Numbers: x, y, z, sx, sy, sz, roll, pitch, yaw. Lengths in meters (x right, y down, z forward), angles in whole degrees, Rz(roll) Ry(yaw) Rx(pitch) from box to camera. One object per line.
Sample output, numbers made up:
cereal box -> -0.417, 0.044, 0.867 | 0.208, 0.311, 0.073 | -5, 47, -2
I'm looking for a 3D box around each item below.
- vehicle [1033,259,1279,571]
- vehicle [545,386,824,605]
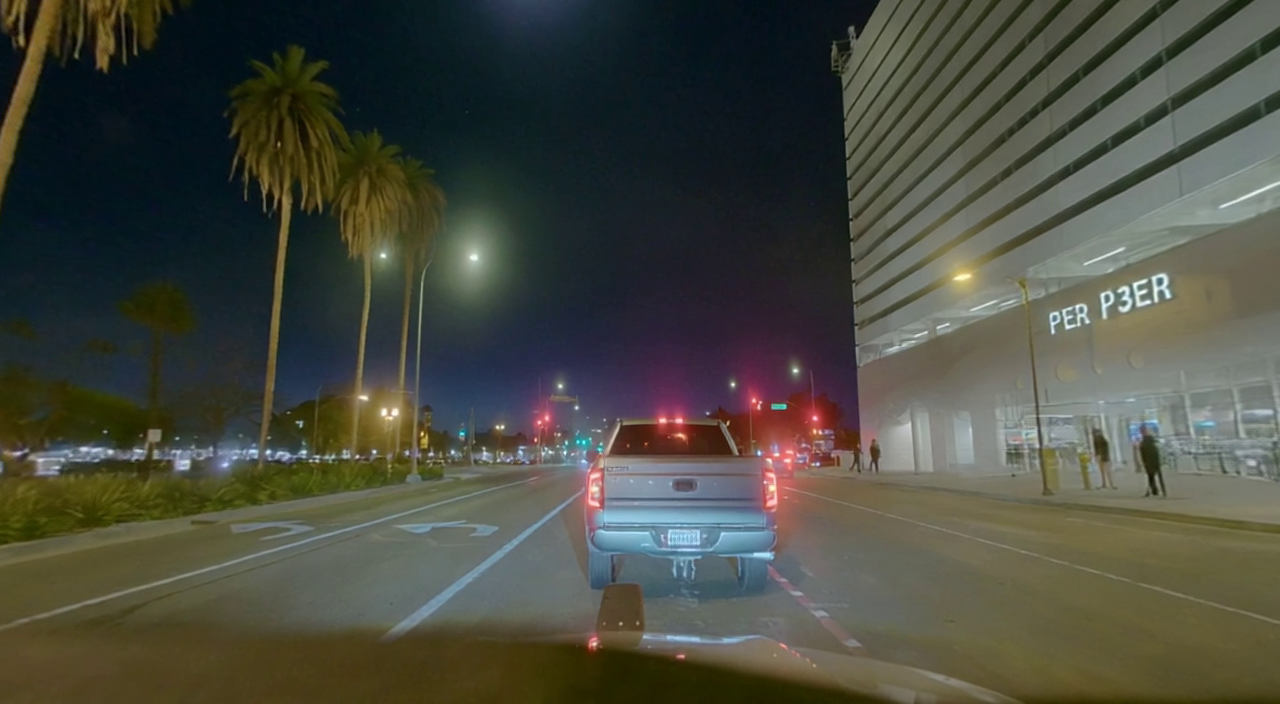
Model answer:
vehicle -> 7.850, 0.851, 8.559 | 2.666, 3.345, 3.622 | -4, -9, 7
vehicle -> 0.415, 1.584, 7.969 | 2.311, 1.819, 5.255 | 0, -8, 1
